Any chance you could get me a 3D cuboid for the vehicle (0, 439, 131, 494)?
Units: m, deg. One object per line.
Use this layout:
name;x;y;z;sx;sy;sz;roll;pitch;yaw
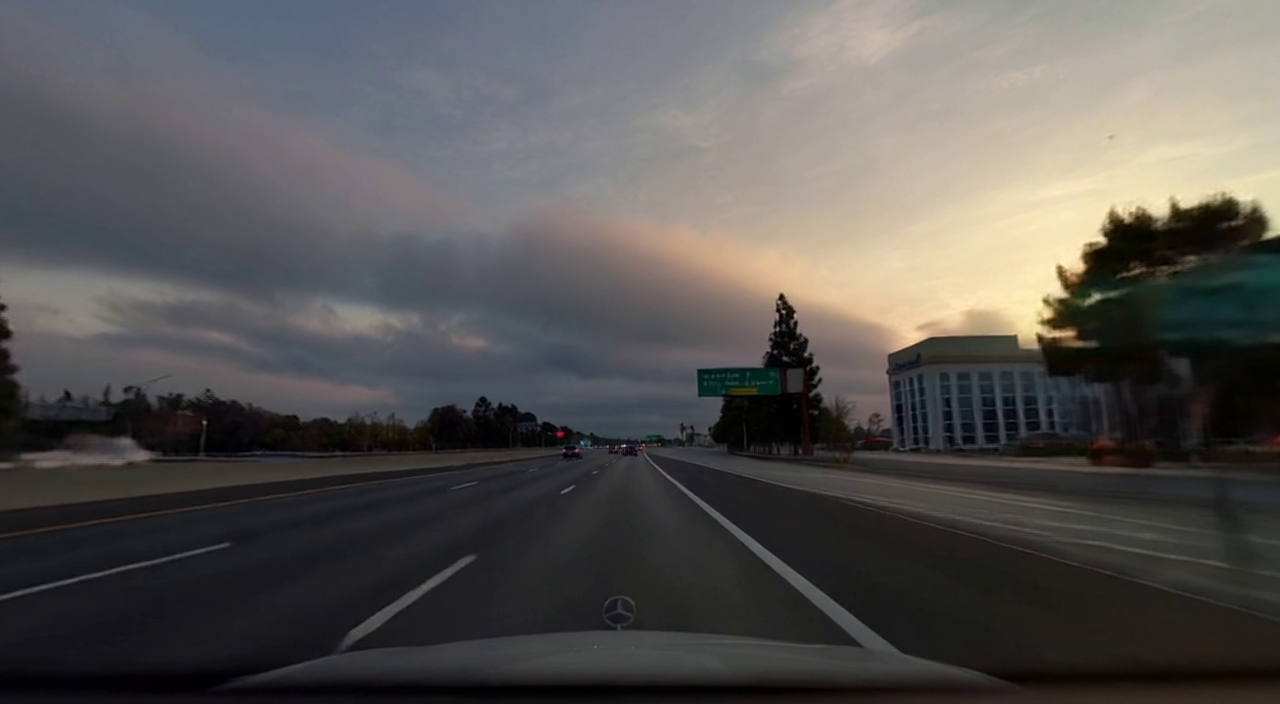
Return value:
vehicle;-22.090;4.167;23.359;2.240;1.796;5.110;0;-9;0
